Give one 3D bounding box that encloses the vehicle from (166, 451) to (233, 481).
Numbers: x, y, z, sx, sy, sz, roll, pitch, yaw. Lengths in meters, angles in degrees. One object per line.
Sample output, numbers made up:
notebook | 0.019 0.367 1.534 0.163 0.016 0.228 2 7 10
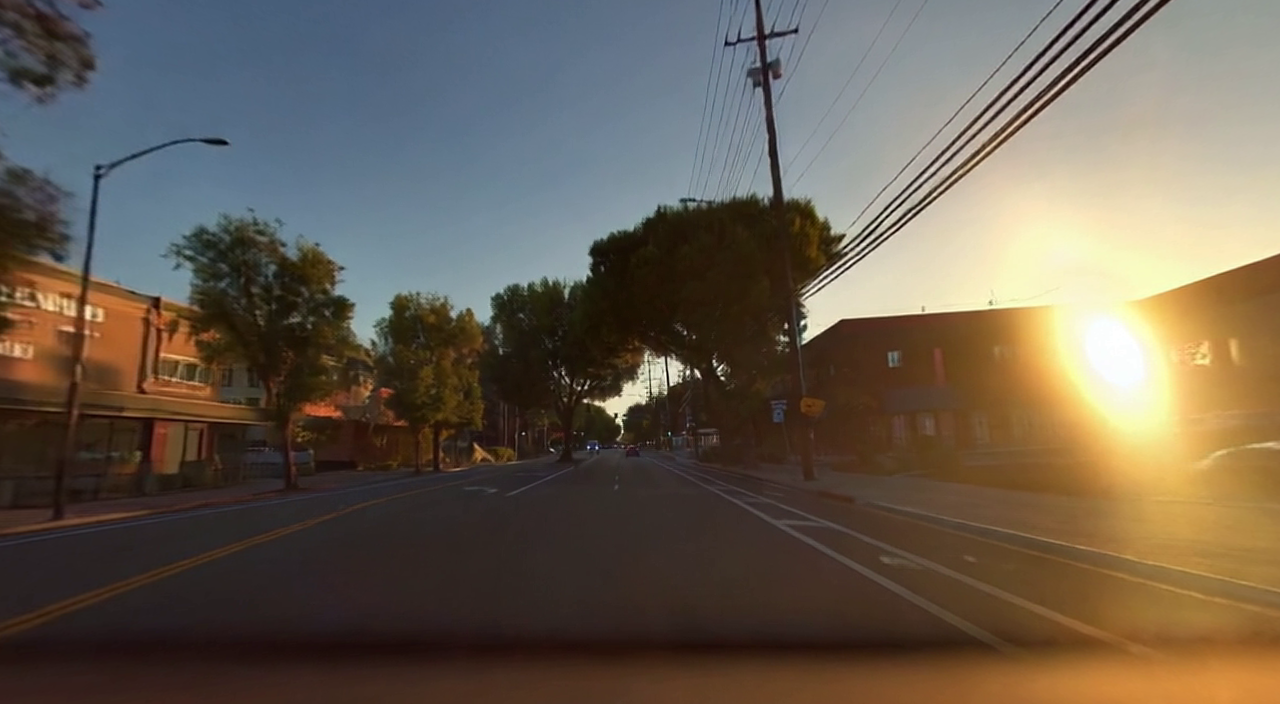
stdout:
vehicle | -29.094 7.460 41.528 4.811 1.756 2.070 -6 -11 37
